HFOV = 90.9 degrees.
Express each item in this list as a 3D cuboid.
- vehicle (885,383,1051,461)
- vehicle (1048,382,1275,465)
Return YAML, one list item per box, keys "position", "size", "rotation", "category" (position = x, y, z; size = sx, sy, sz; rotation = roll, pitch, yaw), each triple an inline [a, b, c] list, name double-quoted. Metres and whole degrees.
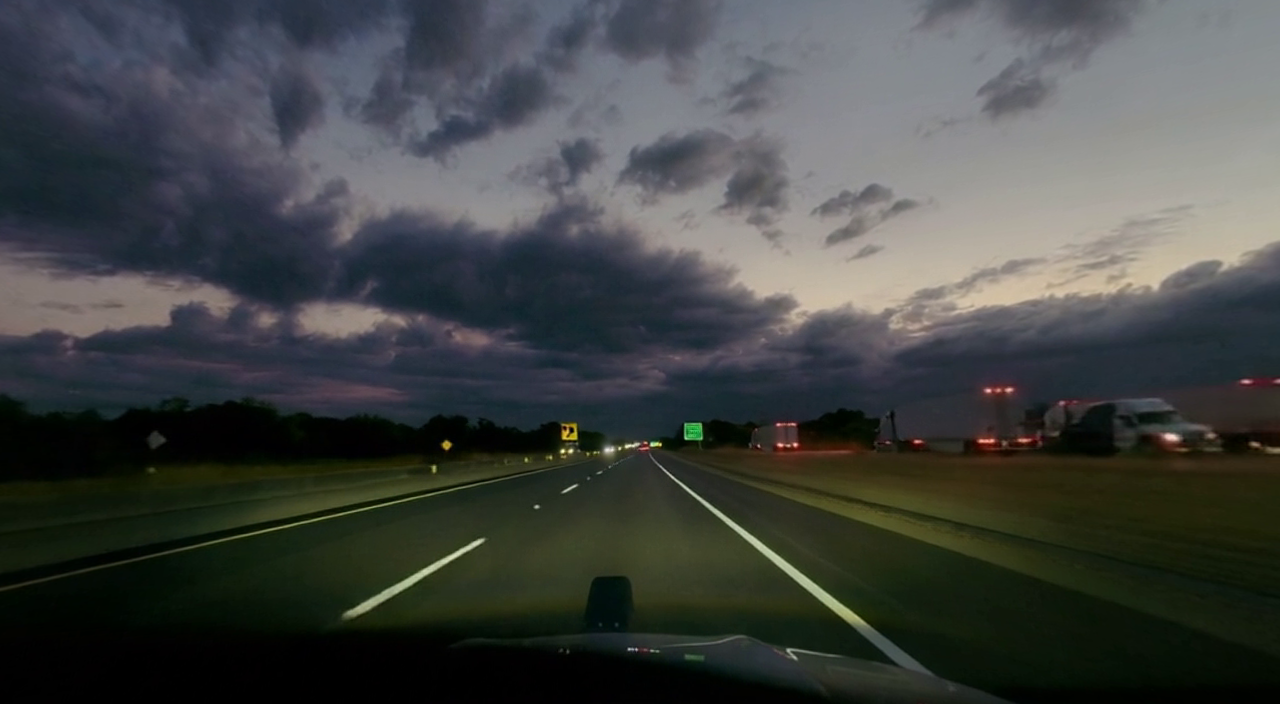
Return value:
- position: [20.672, 5.069, 41.657]
  size: [2.861, 4.047, 15.002]
  rotation: [-3, -10, 0]
  category: "vehicle"
- position: [20.655, 3.062, 25.793]
  size: [2.558, 2.886, 7.552]
  rotation: [0, -9, -2]
  category: "vehicle"
